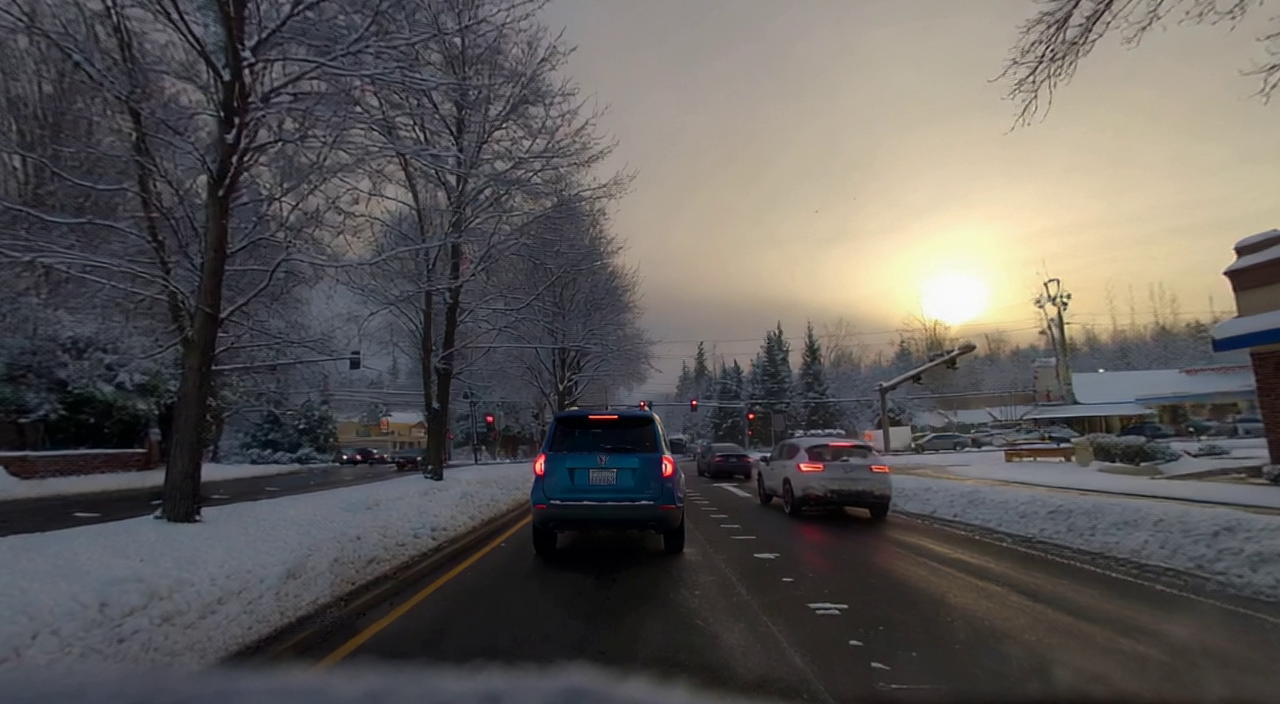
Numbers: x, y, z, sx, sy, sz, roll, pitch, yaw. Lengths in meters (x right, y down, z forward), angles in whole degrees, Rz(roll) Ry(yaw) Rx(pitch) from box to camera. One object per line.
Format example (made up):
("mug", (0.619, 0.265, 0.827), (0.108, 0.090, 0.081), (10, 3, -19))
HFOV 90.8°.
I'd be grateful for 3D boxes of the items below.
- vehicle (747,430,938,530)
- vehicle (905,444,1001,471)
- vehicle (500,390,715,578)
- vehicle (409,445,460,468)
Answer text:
("vehicle", (3.602, 2.375, 12.382), (2.098, 1.555, 4.778), (0, -9, -1))
("vehicle", (17.167, 5.773, 34.782), (4.290, 1.427, 1.751), (0, -9, 2))
("vehicle", (-0.304, 1.645, 8.621), (2.096, 1.837, 4.687), (0, -9, 0))
("vehicle", (-13.579, 6.904, 41.979), (1.983, 1.460, 4.456), (0, -9, -2))
